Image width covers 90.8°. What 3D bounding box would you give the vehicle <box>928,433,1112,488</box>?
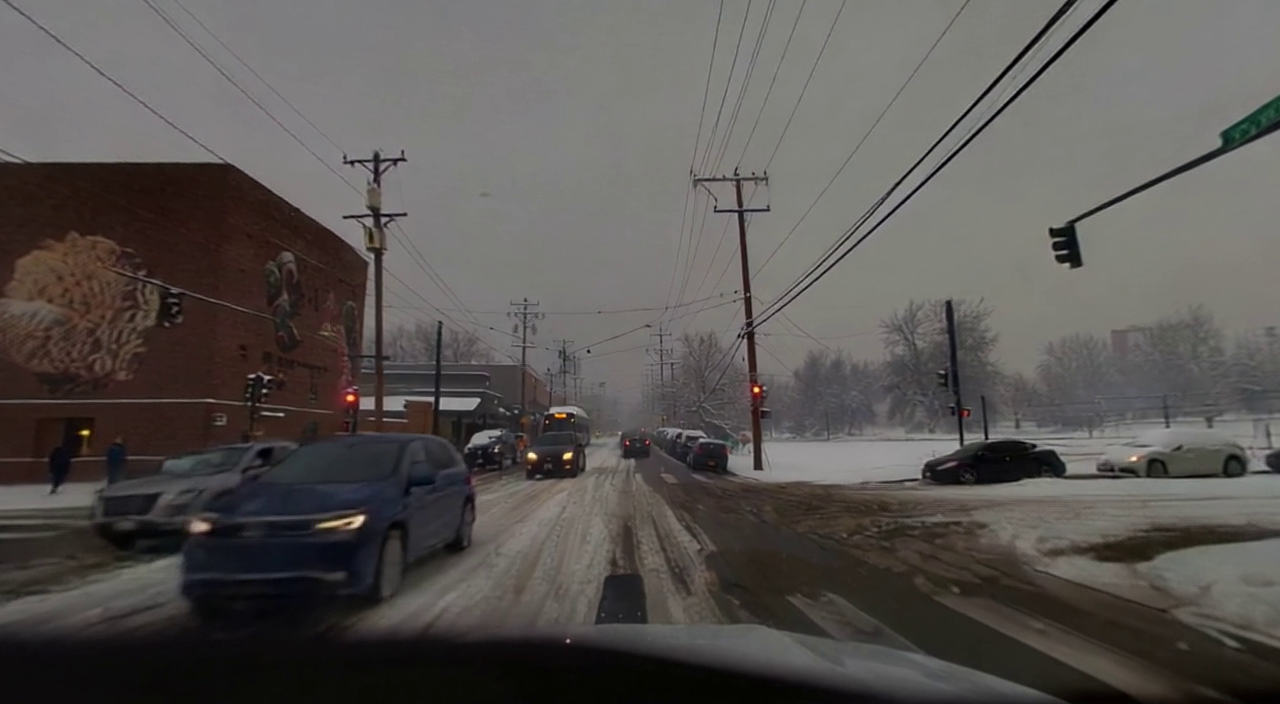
[{"bbox_3d":[12.070,3.481,20.365,4.576,1.650,1.980,-1,-9,2],"label":"vehicle"}]

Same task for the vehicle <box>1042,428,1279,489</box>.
[{"bbox_3d":[14.239,2.887,17.252,5.045,1.527,2.107,0,-9,-1],"label":"vehicle"}]

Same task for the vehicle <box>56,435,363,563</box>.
[{"bbox_3d":[-7.019,2.389,11.268,1.892,1.706,5.224,0,-9,-1],"label":"vehicle"}]

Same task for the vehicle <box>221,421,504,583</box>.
[{"bbox_3d":[-3.327,1.867,8.636,2.055,1.660,3.954,0,-9,0],"label":"vehicle"}]

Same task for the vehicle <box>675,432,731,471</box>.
[{"bbox_3d":[2.944,4.824,30.628,2.171,1.751,4.373,0,-9,-1],"label":"vehicle"}]

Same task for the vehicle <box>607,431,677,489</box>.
[{"bbox_3d":[0.017,3.681,21.876,2.190,1.783,4.048,0,-9,-1],"label":"vehicle"}]

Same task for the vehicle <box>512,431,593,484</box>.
[{"bbox_3d":[-3.464,4.357,26.306,2.474,1.926,5.823,0,-9,1],"label":"vehicle"}]
